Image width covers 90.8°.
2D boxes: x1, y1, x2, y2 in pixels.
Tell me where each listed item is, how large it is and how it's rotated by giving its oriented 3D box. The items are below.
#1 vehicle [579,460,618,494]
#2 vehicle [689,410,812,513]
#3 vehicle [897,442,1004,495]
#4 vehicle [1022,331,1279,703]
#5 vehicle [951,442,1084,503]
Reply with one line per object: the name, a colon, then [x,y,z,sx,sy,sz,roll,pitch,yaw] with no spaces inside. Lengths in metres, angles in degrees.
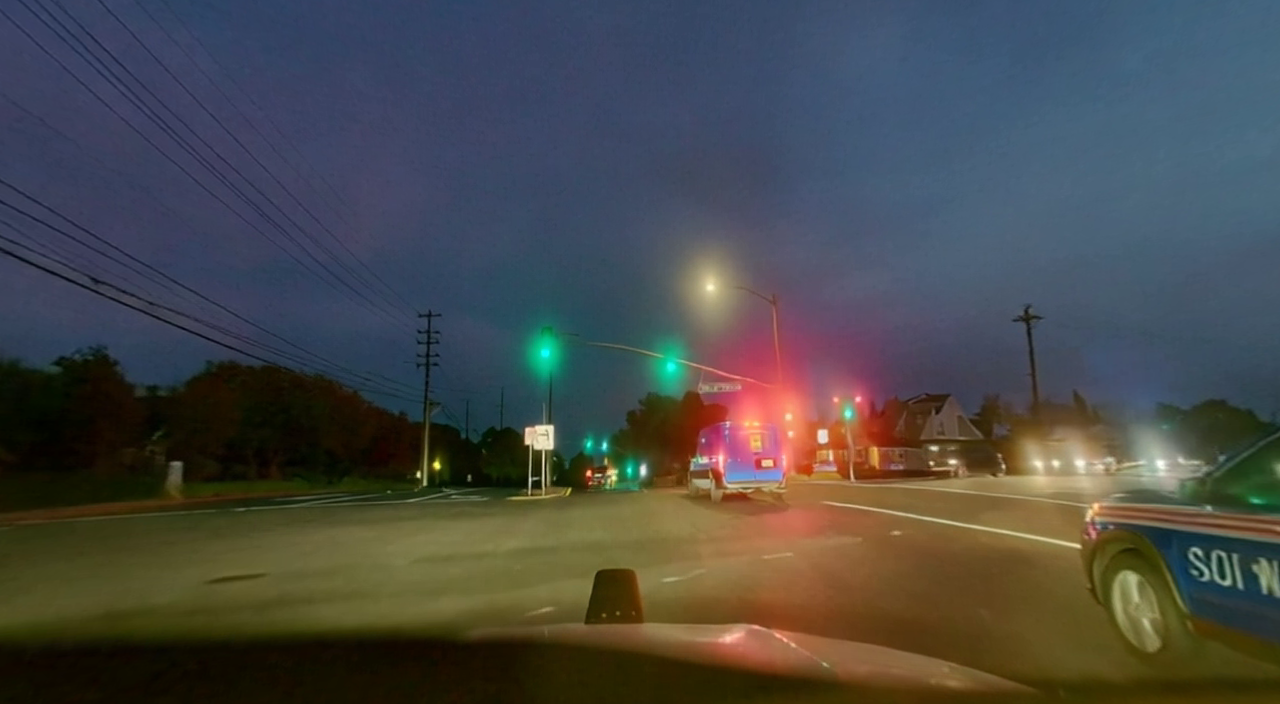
vehicle: [-2.453,7.163,36.512,2.114,1.707,3.725,1,-8,-5]
vehicle: [3.121,3.273,19.428,2.406,2.687,5.521,0,-8,-4]
vehicle: [12.456,4.530,25.170,4.994,1.869,2.106,8,-12,-43]
vehicle: [4.180,0.808,2.639,2.194,1.922,4.822,0,-8,1]
vehicle: [12.011,3.699,19.960,4.897,1.675,2.032,7,-11,-40]
